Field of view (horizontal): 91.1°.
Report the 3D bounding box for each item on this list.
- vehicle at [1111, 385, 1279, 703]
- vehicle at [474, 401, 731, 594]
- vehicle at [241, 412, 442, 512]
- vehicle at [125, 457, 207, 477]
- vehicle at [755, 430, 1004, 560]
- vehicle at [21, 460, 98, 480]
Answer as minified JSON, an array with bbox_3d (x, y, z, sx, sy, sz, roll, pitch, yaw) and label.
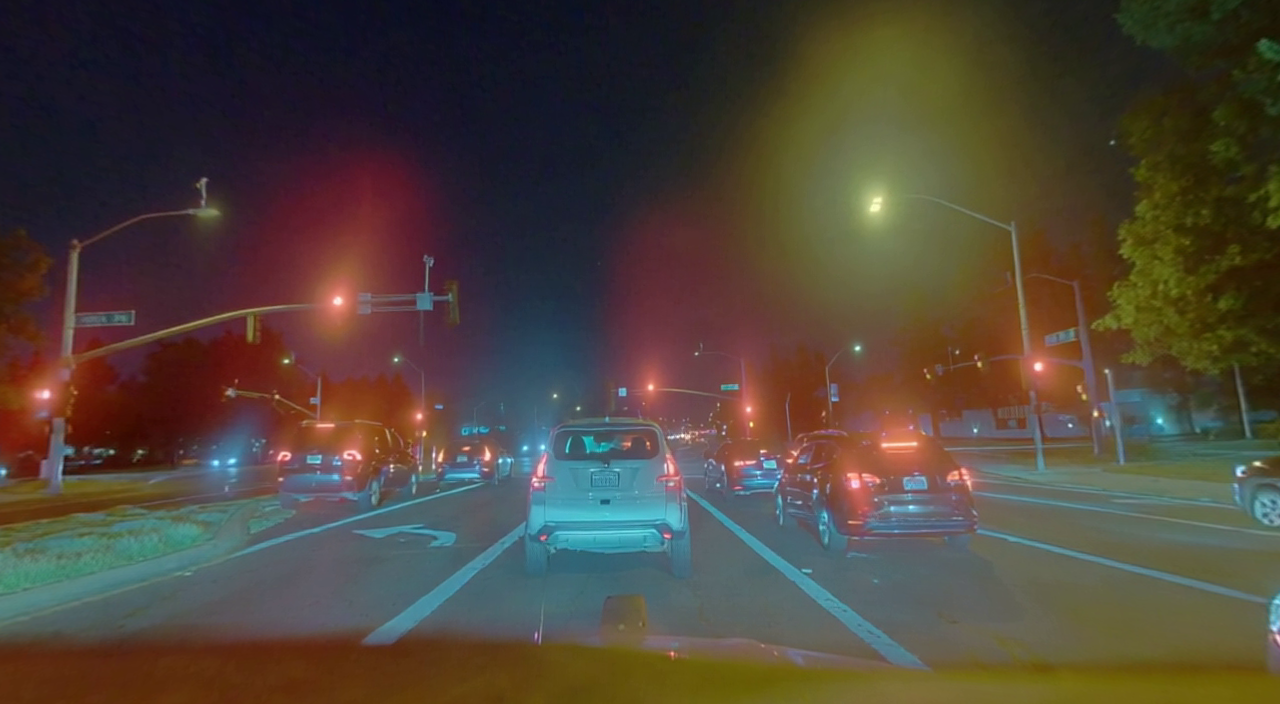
[{"bbox_3d":[3.305,0.672,0.838,1.980,1.515,4.362,0,-8,1],"label":"vehicle"},{"bbox_3d":[-0.316,1.586,7.641,2.256,1.694,4.055,0,-8,0],"label":"vehicle"},{"bbox_3d":[-6.720,2.555,15.011,2.214,1.953,5.017,0,-8,1],"label":"vehicle"},{"bbox_3d":[-37.305,9.048,49.493,4.914,1.487,1.850,0,-8,0],"label":"vehicle"},{"bbox_3d":[3.157,1.972,9.493,1.971,1.473,4.495,0,-8,0],"label":"vehicle"},{"bbox_3d":[-45.652,9.268,49.421,4.232,1.498,1.791,0,-8,1],"label":"vehicle"}]
